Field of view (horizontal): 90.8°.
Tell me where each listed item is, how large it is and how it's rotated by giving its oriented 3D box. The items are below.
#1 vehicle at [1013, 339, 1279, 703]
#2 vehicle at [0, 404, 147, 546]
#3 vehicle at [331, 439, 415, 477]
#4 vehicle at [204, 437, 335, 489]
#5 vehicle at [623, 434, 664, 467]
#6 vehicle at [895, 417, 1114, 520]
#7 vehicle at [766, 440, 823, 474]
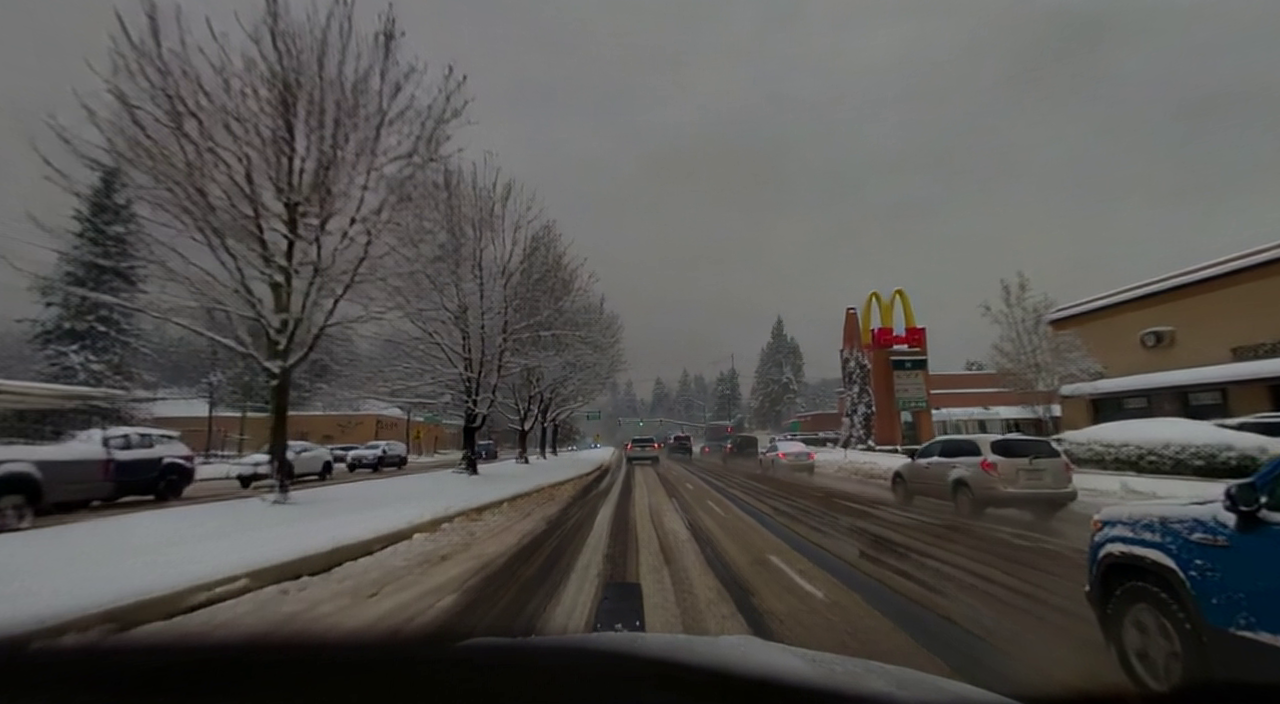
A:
[{"bbox_3d":[3.499,0.732,1.885,2.076,1.716,4.416,0,-9,1],"label":"vehicle"},{"bbox_3d":[-10.412,1.582,7.878,2.909,1.956,6.908,0,-8,1],"label":"vehicle"},{"bbox_3d":[-14.012,5.564,33.550,2.159,1.836,5.038,0,-9,1],"label":"vehicle"},{"bbox_3d":[-14.359,4.307,24.912,2.242,1.836,4.811,0,-8,-1],"label":"vehicle"},{"bbox_3d":[0.179,6.139,39.396,2.402,1.938,4.535,0,-8,0],"label":"vehicle"},{"bbox_3d":[7.251,2.356,13.252,1.977,1.786,4.344,0,-9,0],"label":"vehicle"},{"bbox_3d":[7.423,5.070,30.787,1.879,1.517,4.006,0,-9,2],"label":"vehicle"}]
